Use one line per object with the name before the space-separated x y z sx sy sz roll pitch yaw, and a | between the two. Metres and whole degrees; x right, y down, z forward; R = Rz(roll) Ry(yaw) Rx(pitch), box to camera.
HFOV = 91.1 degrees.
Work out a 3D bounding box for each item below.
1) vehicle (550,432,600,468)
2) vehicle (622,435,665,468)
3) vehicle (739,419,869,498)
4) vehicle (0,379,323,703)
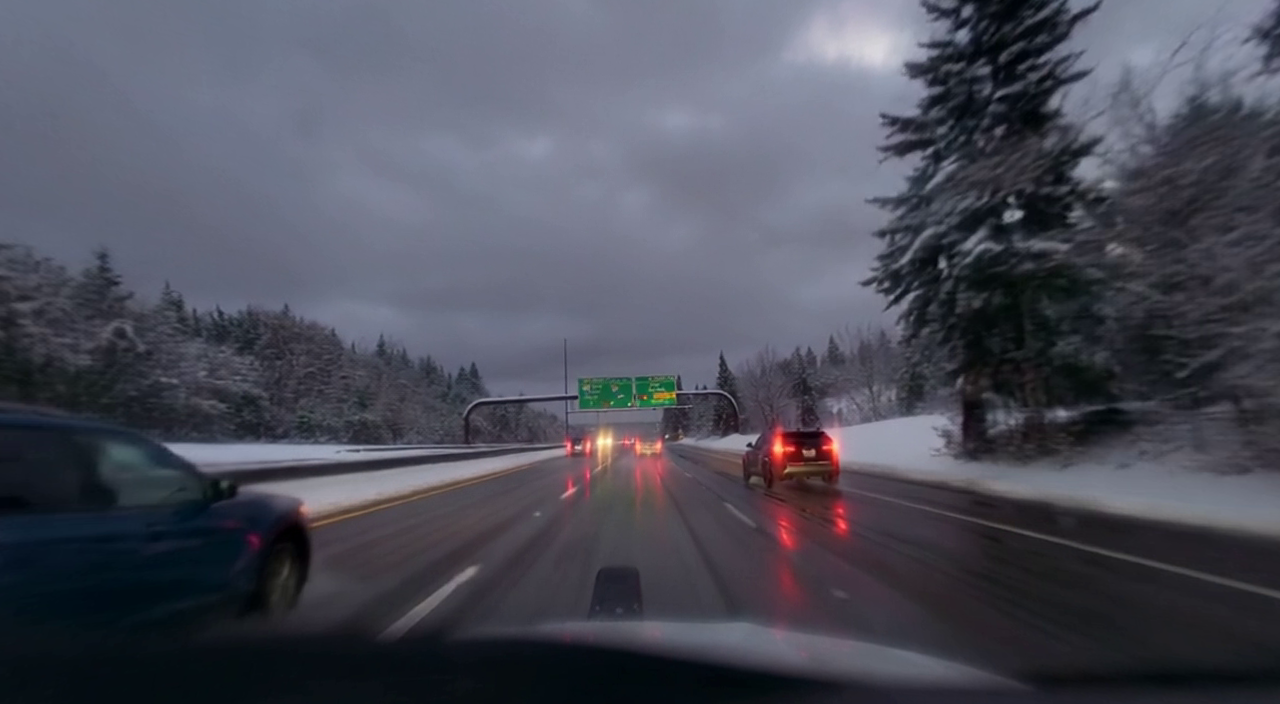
vehicle | -3.213 4.971 32.038 2.044 1.682 4.201 0 -8 1
vehicle | 0.202 5.043 32.010 2.049 1.542 3.816 0 -8 1
vehicle | 3.941 2.642 15.927 2.025 1.707 4.279 0 -8 -2
vehicle | -3.487 0.914 2.520 2.066 1.561 4.495 0 -8 0
